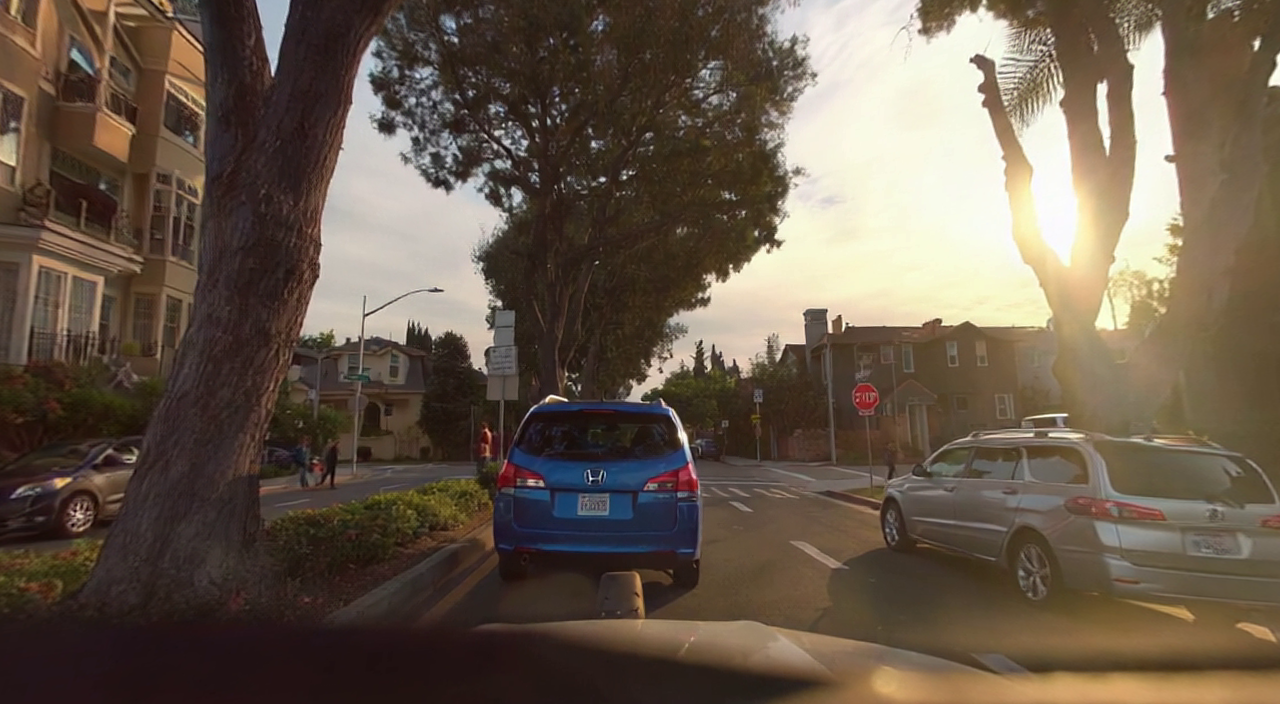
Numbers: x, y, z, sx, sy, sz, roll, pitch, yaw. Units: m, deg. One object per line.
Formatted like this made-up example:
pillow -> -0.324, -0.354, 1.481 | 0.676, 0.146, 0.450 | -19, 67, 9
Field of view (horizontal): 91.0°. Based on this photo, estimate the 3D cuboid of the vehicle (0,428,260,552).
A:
vehicle -> -8.290, 2.021, 10.058 | 1.825, 1.532, 4.083 | -3, -7, 2

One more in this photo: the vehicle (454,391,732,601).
vehicle -> -0.412, 1.582, 7.814 | 2.377, 1.787, 4.652 | 0, -8, 0

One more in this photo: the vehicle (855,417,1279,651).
vehicle -> 4.220, 1.680, 6.910 | 1.959, 1.581, 4.731 | 4, -9, -2

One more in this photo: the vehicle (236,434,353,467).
vehicle -> -16.265, 4.650, 29.781 | 4.387, 1.495, 1.811 | 1, -8, -3
